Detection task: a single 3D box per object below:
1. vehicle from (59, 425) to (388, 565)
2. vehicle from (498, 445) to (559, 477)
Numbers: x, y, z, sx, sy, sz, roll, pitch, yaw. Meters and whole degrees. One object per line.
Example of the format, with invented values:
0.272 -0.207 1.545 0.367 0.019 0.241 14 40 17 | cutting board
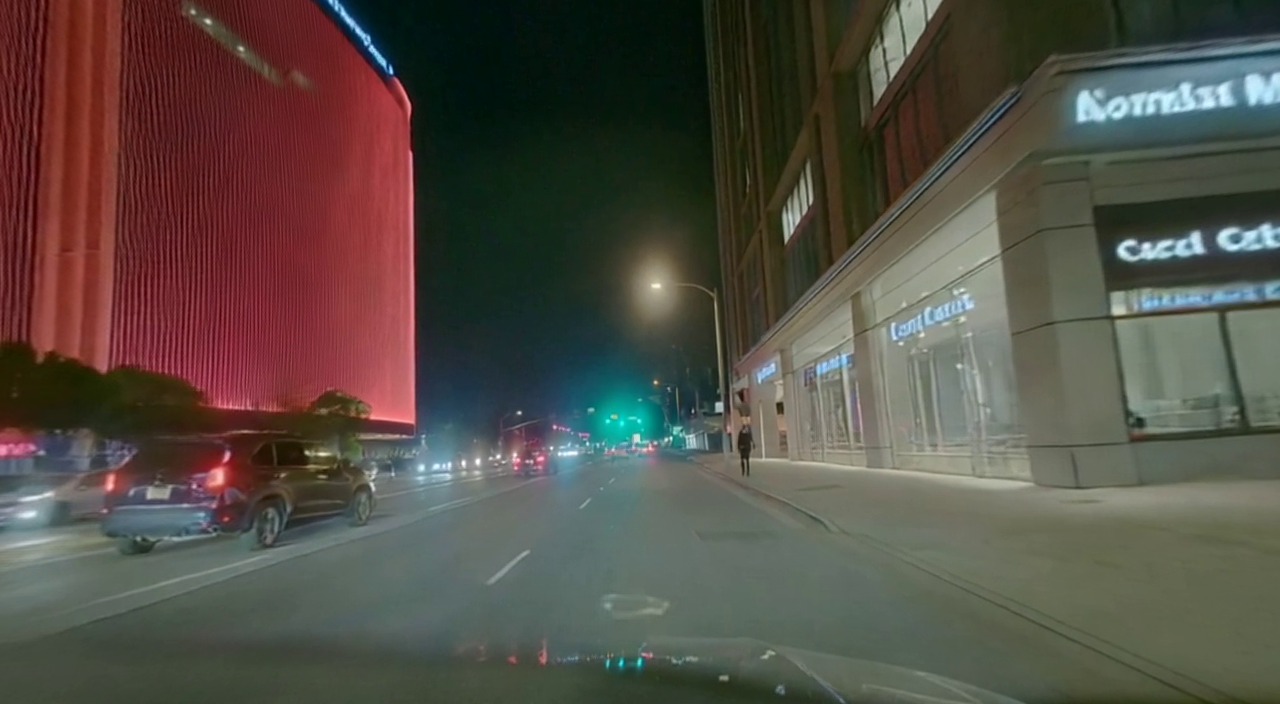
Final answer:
-6.116 2.124 10.220 2.007 1.698 4.759 0 -9 1 | vehicle
-5.412 5.363 31.328 2.030 1.488 4.650 -1 -9 2 | vehicle
